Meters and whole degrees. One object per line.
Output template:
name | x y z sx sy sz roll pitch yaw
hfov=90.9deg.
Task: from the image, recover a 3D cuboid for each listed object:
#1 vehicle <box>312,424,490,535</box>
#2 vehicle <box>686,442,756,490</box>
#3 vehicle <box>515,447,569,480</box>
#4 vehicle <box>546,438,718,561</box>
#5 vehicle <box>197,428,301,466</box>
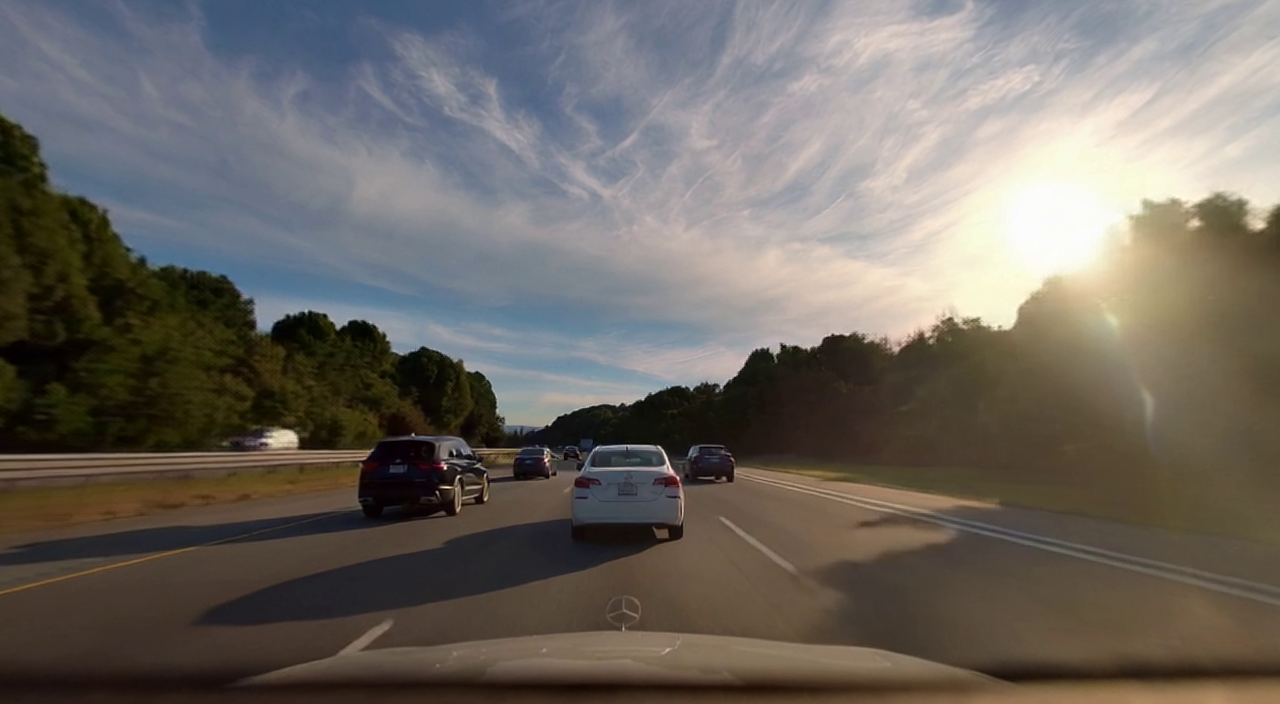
vehicle | -4.207 2.301 11.908 1.830 1.703 4.142 0 -9 -2
vehicle | 3.039 4.395 24.622 1.996 1.688 4.207 0 -9 -2
vehicle | -4.771 5.481 31.122 2.122 1.491 3.800 0 -9 -1
vehicle | -0.162 2.152 9.939 2.120 1.478 4.179 0 -9 -2
vehicle | -17.843 4.392 29.063 2.157 1.594 4.283 0 -9 -2
